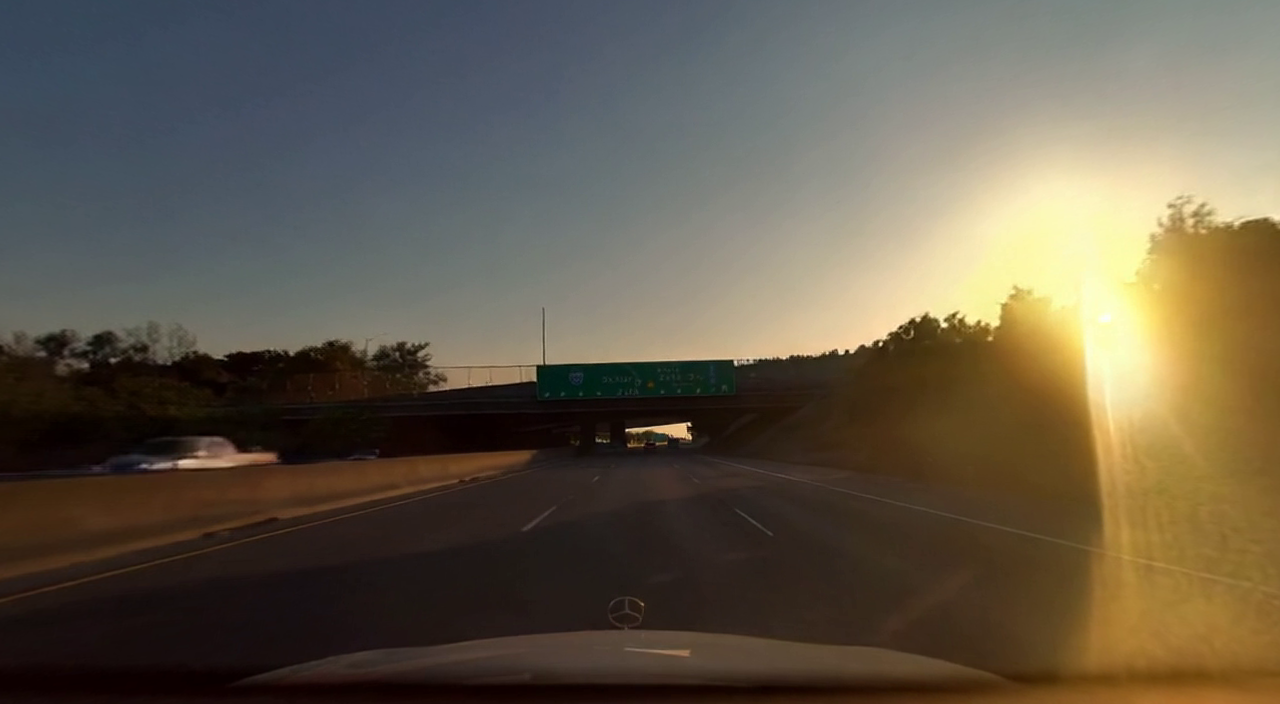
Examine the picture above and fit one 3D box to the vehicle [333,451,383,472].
[{"bbox_3d":[-20.539,7.977,45.995,1.739,1.394,3.804,0,-8,2],"label":"vehicle"}]
